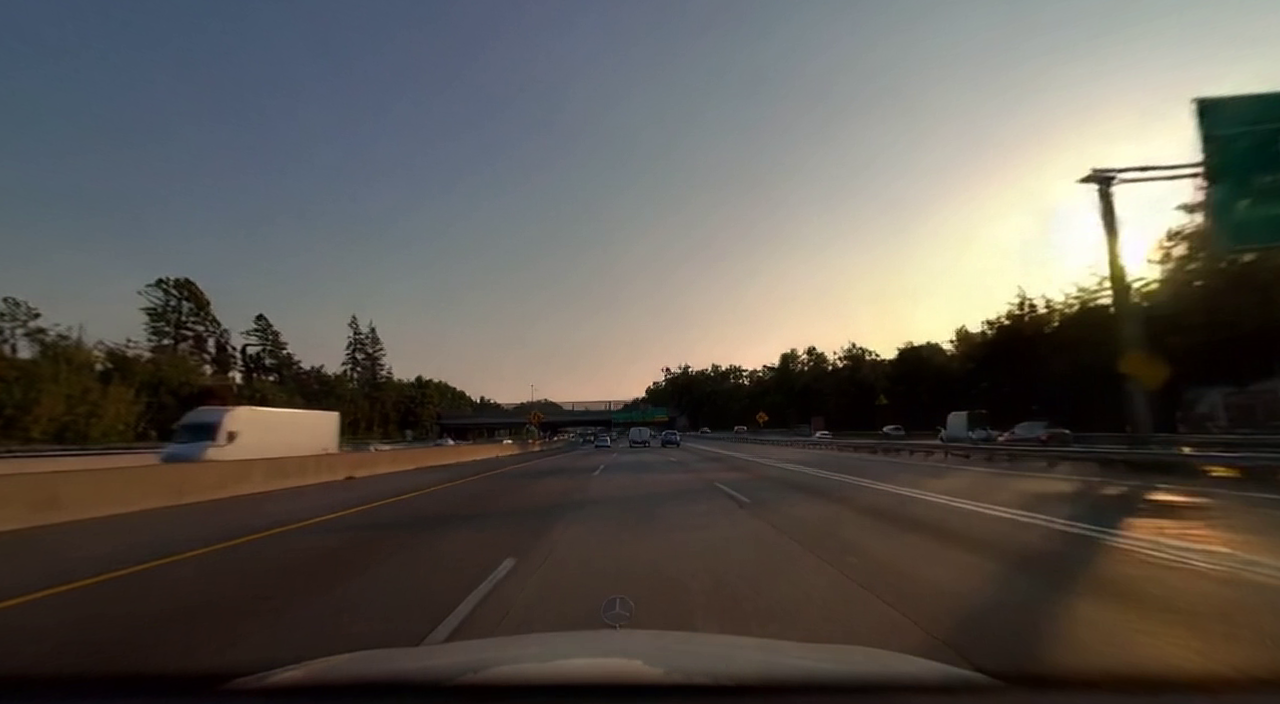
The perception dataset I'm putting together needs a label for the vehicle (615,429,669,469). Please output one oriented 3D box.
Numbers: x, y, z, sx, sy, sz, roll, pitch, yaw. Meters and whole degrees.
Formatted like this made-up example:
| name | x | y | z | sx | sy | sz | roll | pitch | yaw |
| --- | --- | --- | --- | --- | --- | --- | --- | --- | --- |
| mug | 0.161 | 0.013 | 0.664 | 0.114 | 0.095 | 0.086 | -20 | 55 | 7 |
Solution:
| name | x | y | z | sx | sy | sz | roll | pitch | yaw |
| --- | --- | --- | --- | --- | --- | --- | --- | --- | --- |
| vehicle | 0.030 | 4.037 | 26.356 | 2.086 | 1.554 | 3.875 | 0 | -8 | -2 |
